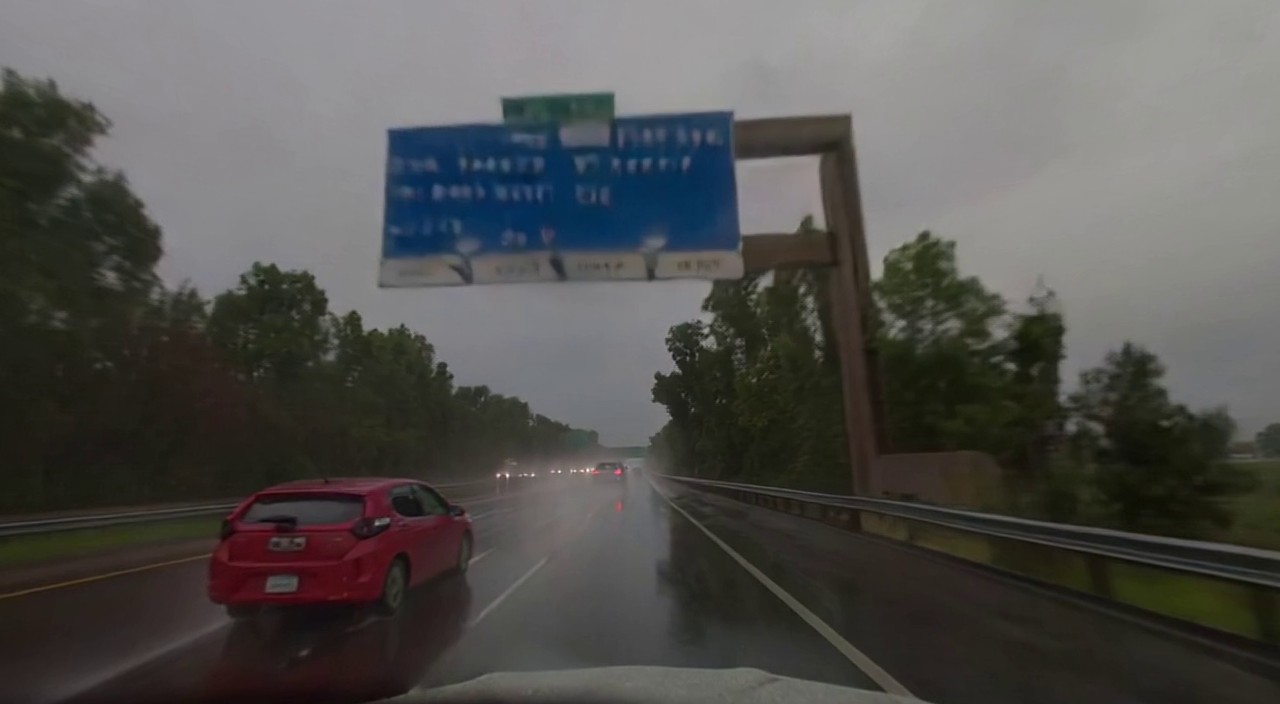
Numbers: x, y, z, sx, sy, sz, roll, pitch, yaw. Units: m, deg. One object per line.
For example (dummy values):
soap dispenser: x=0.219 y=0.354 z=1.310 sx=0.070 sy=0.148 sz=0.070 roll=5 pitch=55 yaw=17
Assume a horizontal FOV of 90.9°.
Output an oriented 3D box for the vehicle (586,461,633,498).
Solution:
vehicle: x=-1.466 y=6.398 z=31.775 sx=2.107 sy=1.668 sz=4.554 roll=1 pitch=-11 yaw=0
